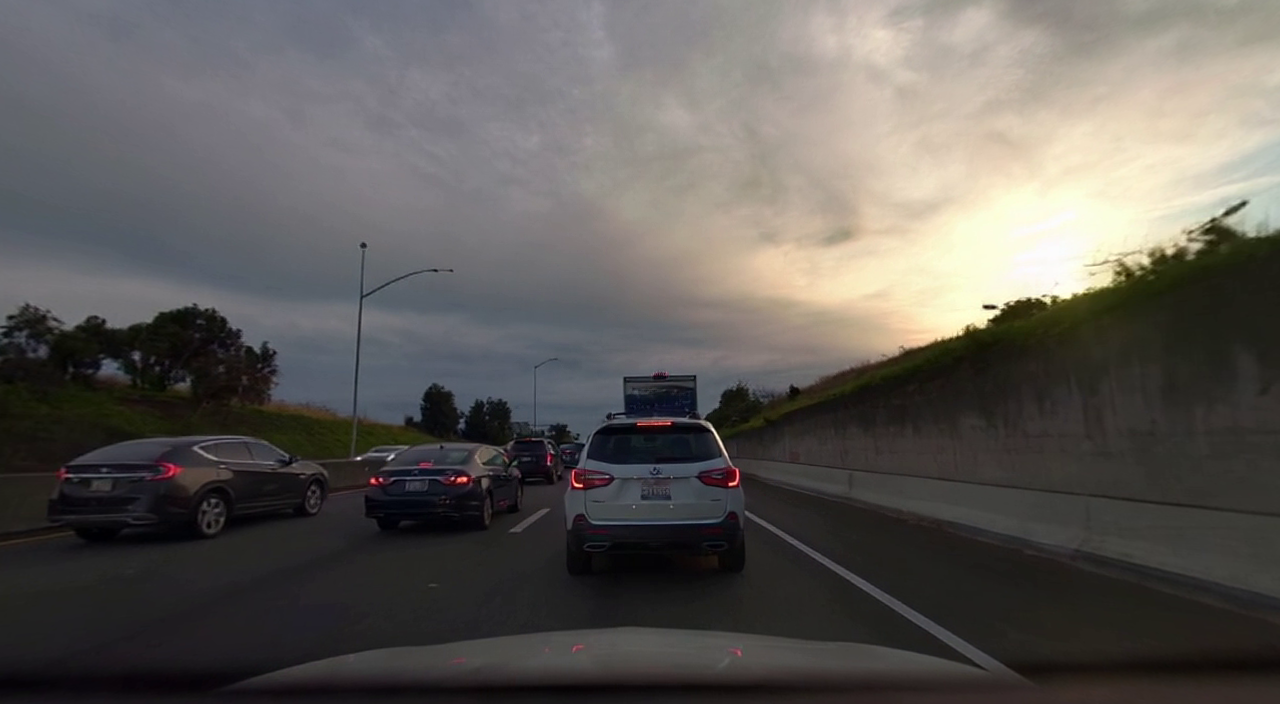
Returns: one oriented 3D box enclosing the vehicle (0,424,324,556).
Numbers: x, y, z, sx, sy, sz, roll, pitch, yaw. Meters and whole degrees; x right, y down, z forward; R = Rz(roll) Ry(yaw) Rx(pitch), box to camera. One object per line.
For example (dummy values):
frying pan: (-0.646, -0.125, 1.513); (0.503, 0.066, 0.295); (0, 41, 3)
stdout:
vehicle: (-7.477, 2.153, 10.544); (1.986, 1.700, 4.558); (0, -9, 0)

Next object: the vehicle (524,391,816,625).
vehicle: (0.198, 1.592, 7.520); (2.210, 1.760, 5.303); (0, -9, -1)

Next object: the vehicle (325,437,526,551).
vehicle: (-3.243, 2.220, 10.508); (1.917, 1.506, 3.949); (0, -9, 1)
